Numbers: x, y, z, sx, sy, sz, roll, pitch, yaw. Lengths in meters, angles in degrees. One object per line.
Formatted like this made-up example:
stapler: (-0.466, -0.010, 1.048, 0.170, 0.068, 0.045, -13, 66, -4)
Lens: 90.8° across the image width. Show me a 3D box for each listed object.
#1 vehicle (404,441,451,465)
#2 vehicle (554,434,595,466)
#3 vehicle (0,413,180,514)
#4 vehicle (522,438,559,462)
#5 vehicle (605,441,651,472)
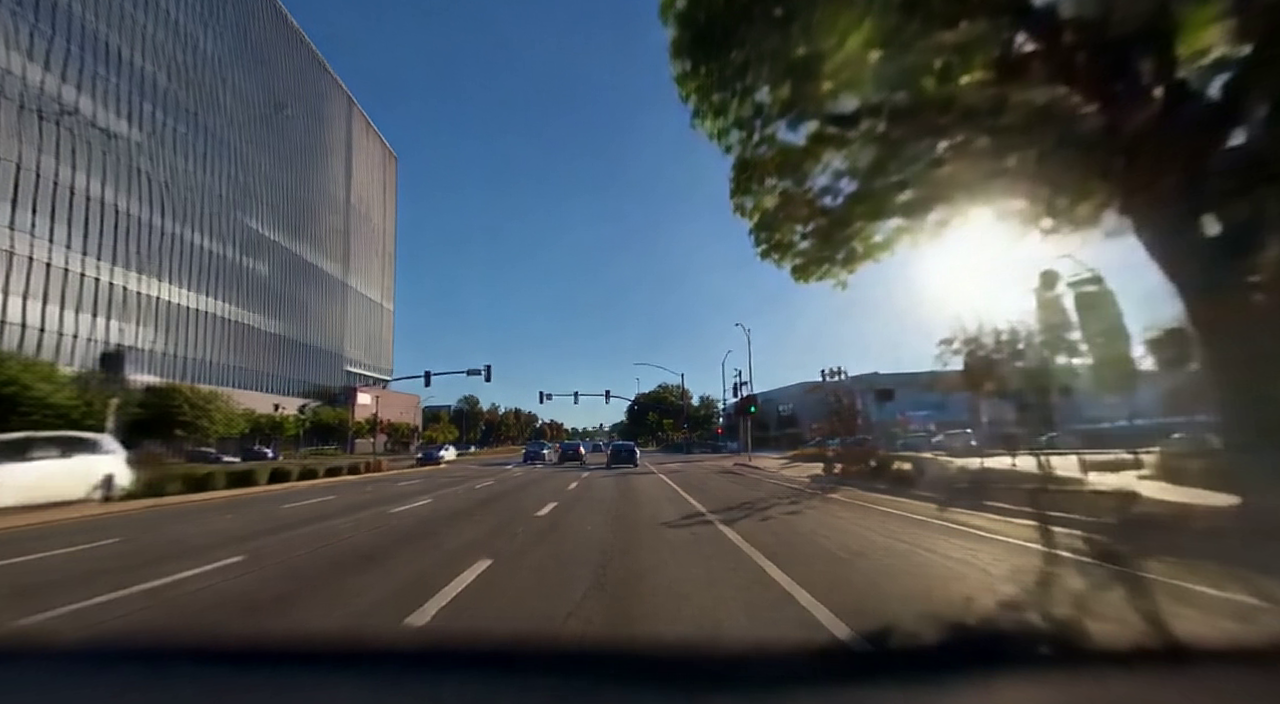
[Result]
vehicle: (-15.676, 7.454, 46.833, 1.890, 1.638, 4.462, 0, -8, 0)
vehicle: (-3.912, 5.964, 38.485, 2.001, 1.784, 4.483, 0, -8, 0)
vehicle: (-14.998, 2.621, 15.081, 2.680, 2.131, 6.995, 0, -8, 1)
vehicle: (-7.055, 6.994, 45.186, 1.937, 1.659, 4.259, 0, -8, 1)
vehicle: (-0.612, 4.971, 30.290, 2.050, 1.385, 4.096, 0, -8, -2)
